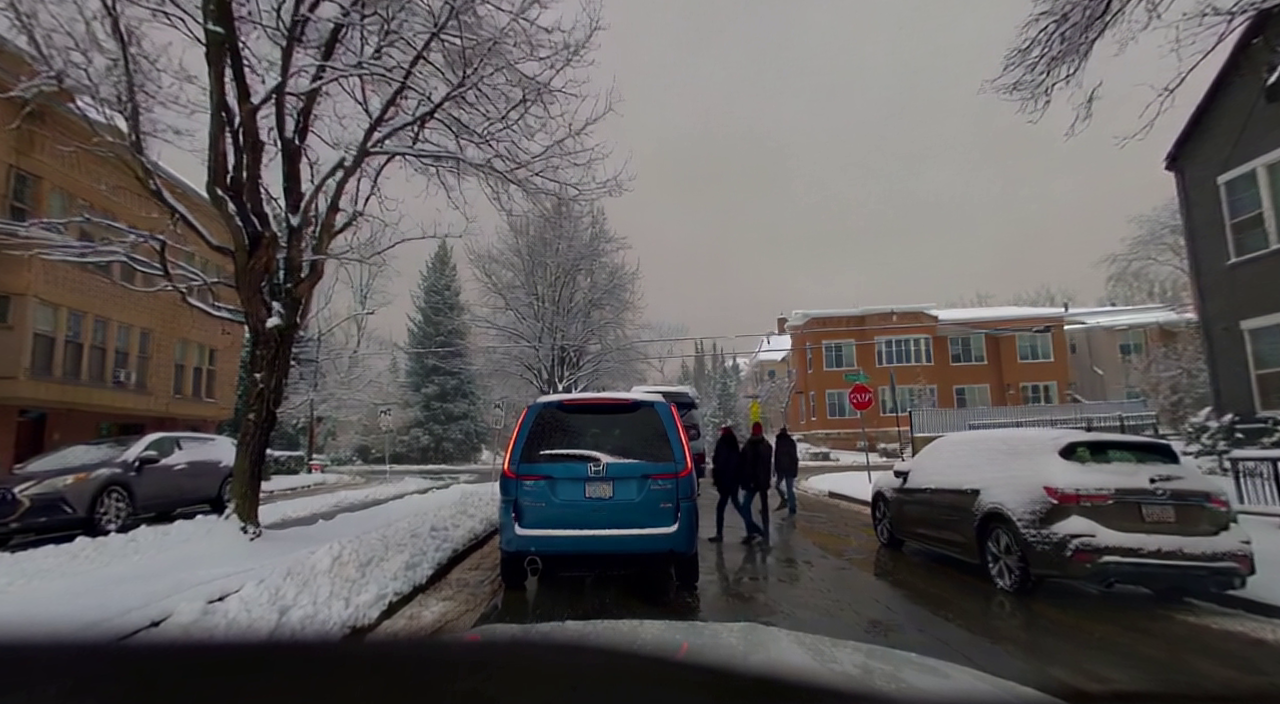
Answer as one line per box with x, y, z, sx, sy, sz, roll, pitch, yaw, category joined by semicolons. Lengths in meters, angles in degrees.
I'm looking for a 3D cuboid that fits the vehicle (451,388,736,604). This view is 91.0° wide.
-0.390;1.548;7.669;2.377;1.787;4.652;0;-8;0;vehicle

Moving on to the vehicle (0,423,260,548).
-8.291;1.974;10.049;1.825;1.532;4.083;-3;-7;1;vehicle

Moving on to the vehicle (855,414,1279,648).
4.219;1.646;6.898;1.959;1.581;4.731;4;-9;-2;vehicle
